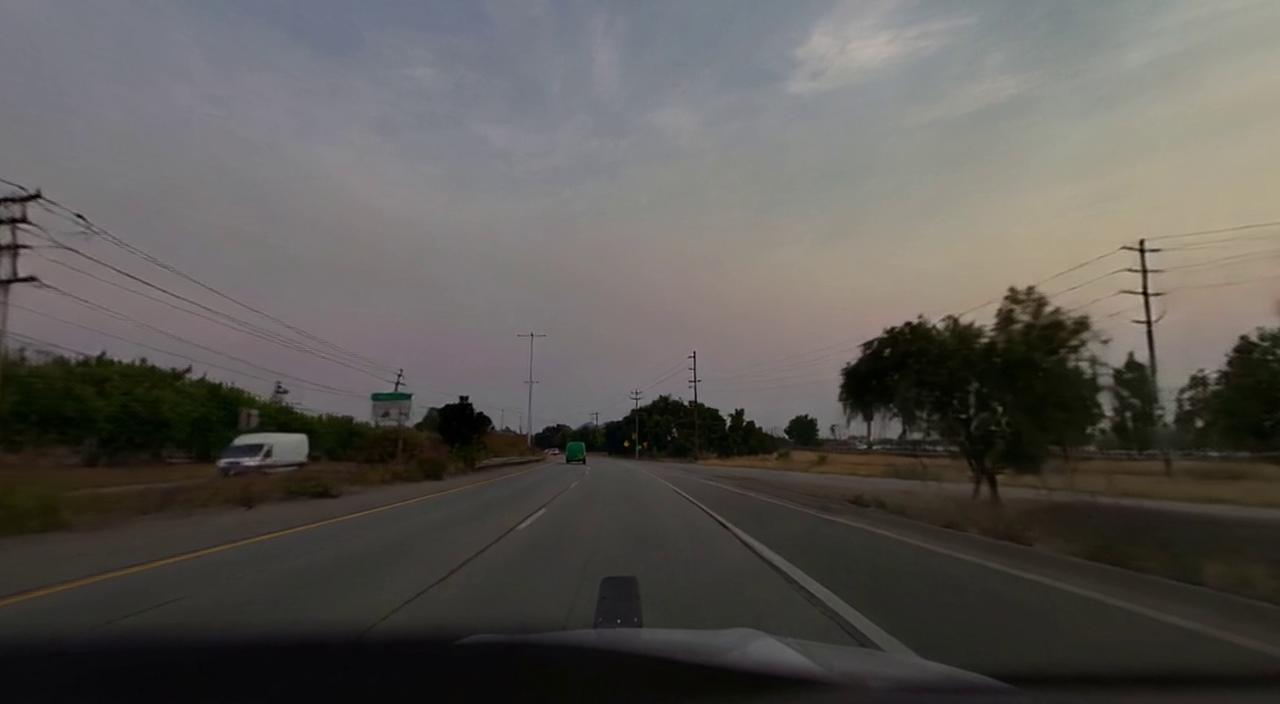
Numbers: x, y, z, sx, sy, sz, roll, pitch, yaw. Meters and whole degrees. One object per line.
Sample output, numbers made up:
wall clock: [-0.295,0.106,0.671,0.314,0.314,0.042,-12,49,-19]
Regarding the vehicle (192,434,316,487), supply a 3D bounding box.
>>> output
vehicle: [-14.680,4.137,24.265,2.084,1.806,4.332,0,-9,-2]
